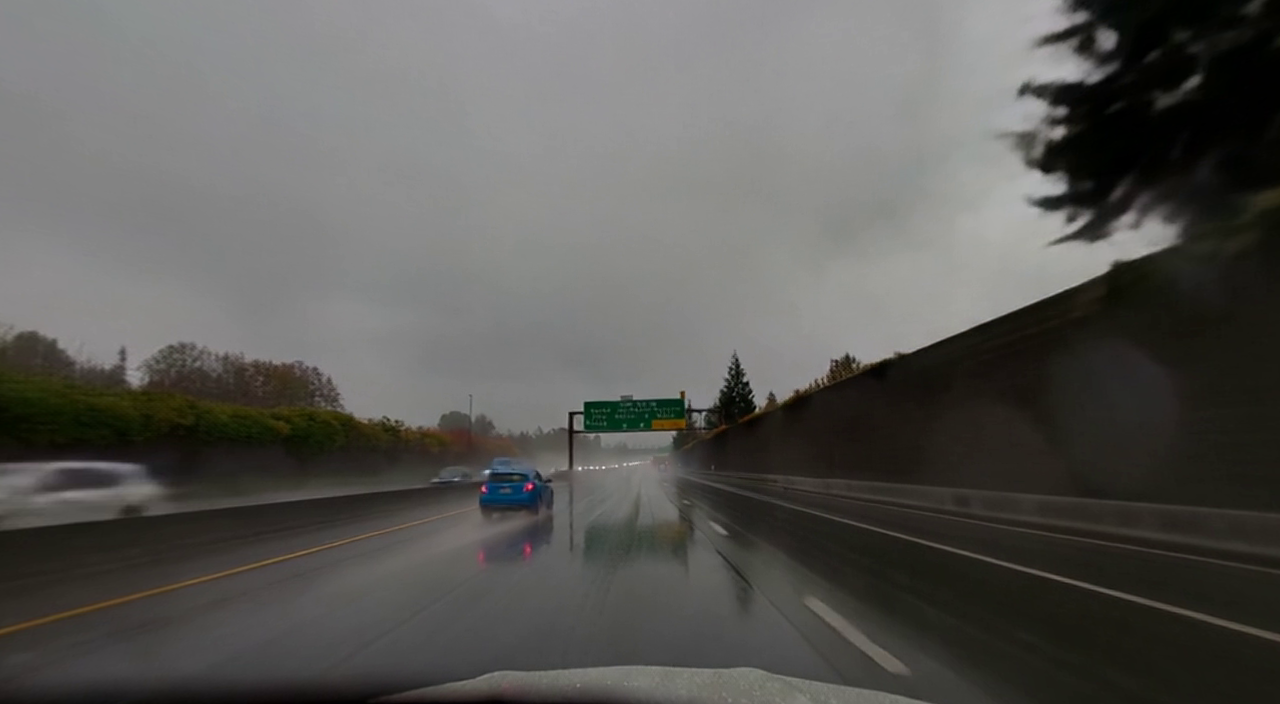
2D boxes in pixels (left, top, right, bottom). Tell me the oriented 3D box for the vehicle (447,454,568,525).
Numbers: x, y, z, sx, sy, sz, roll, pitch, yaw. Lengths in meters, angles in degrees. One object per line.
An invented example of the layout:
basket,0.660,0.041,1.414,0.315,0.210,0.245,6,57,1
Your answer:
vehicle,-3.126,3.406,15.969,2.045,1.487,4.582,1,-10,0

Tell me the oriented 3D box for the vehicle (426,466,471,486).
vehicle,-13.945,9.077,46.152,1.848,1.321,4.499,1,-10,1
